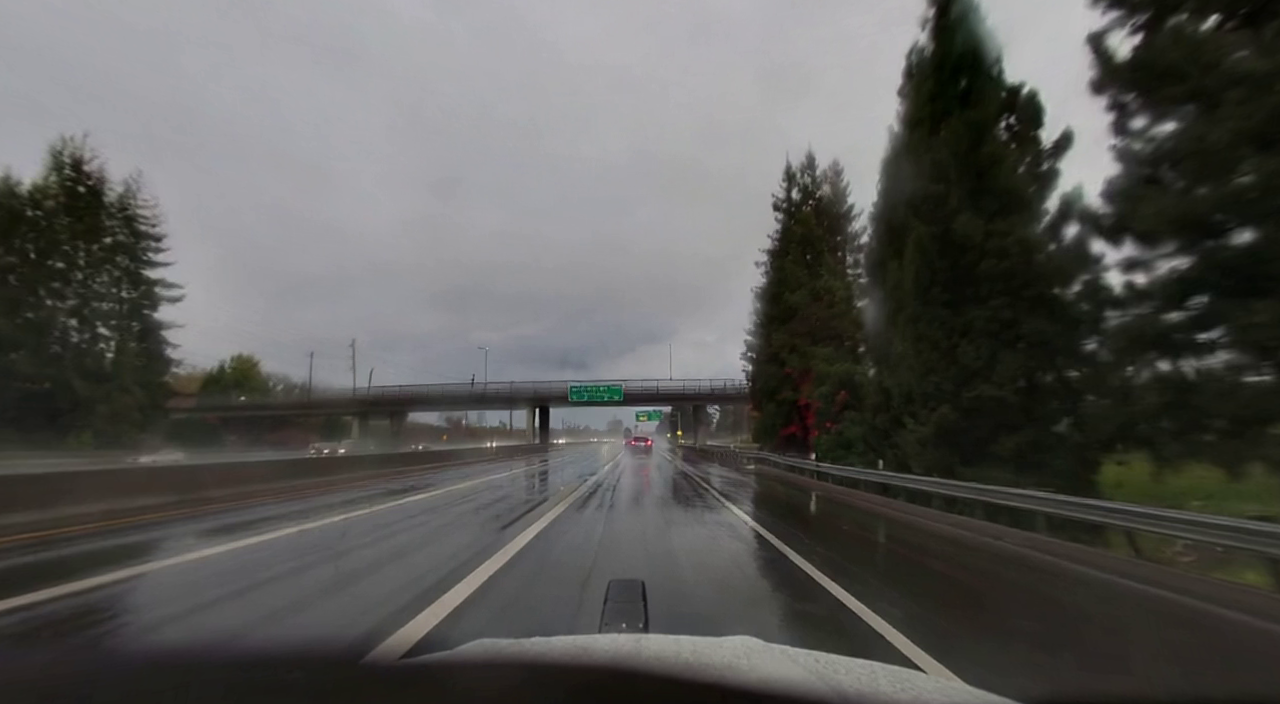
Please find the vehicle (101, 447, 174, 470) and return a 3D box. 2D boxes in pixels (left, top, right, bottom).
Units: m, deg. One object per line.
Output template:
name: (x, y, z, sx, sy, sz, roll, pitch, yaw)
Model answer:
vehicle: (-39.341, 8.353, 49.559, 1.935, 1.689, 4.594, 0, -8, 0)
